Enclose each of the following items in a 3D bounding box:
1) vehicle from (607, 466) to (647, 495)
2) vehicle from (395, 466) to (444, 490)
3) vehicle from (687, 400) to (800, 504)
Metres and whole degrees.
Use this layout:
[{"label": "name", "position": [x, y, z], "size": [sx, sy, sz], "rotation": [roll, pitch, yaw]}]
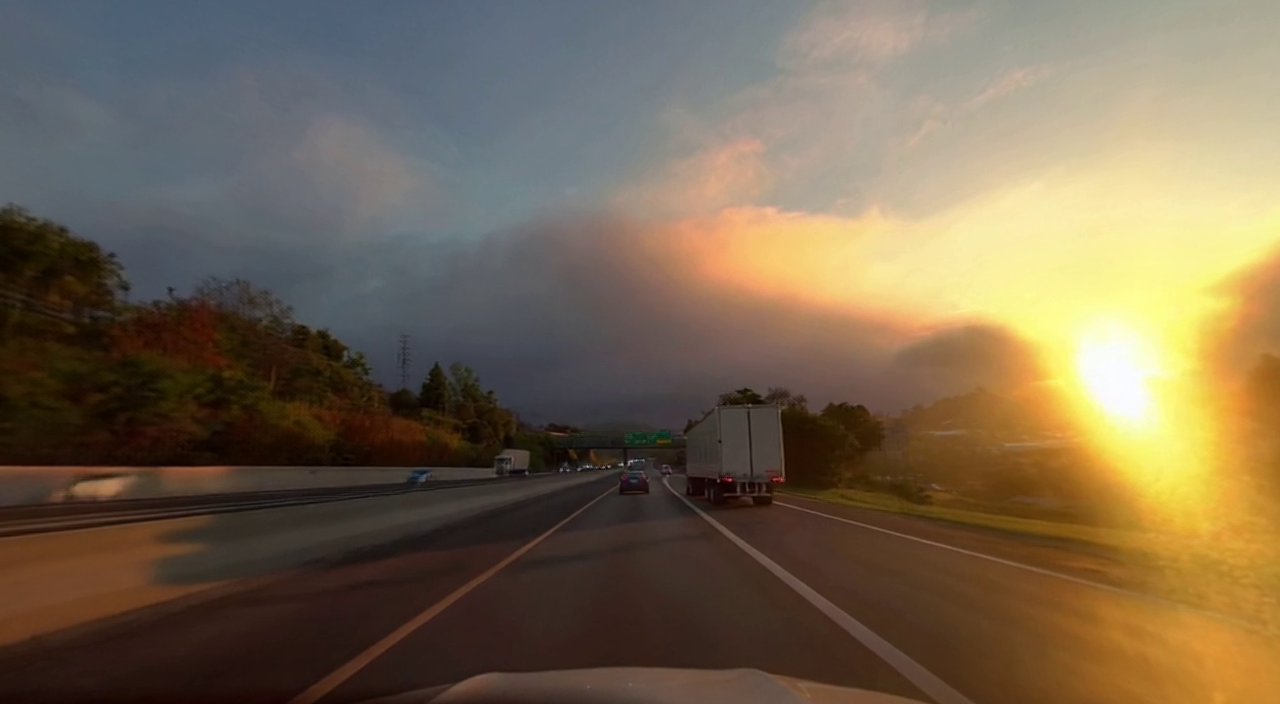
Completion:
[{"label": "vehicle", "position": [-0.677, 6.966, 34.352], "size": [2.010, 1.436, 3.973], "rotation": [1, -10, 0]}, {"label": "vehicle", "position": [-15.799, 9.038, 45.393], "size": [1.886, 1.594, 4.184], "rotation": [1, -10, 1]}, {"label": "vehicle", "position": [4.581, 5.233, 31.976], "size": [3.218, 4.001, 14.492], "rotation": [1, -10, 0]}]
